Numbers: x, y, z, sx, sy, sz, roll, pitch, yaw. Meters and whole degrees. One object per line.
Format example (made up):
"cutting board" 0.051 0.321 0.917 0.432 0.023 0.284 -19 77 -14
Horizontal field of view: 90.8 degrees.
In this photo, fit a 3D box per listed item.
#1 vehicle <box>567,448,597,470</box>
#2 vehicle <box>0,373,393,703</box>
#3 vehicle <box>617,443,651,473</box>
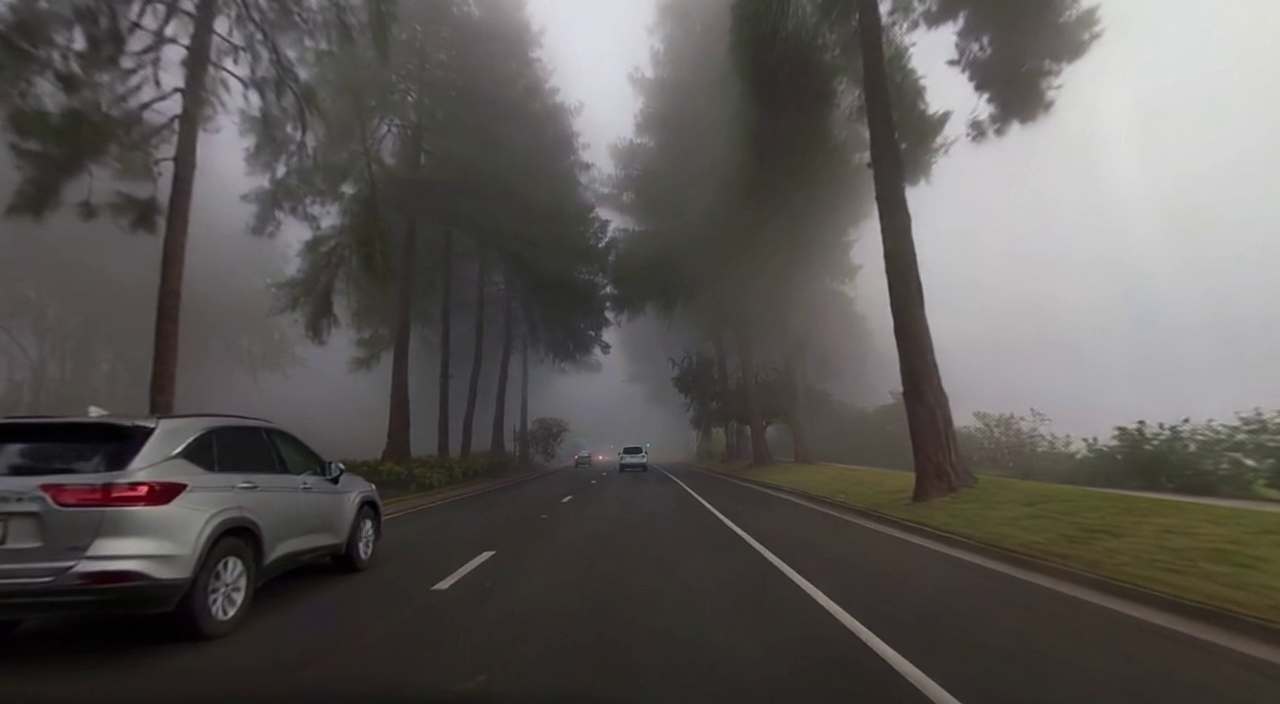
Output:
"vehicle" -4.290 8.015 47.358 1.936 1.538 4.016 0 -8 -1
"vehicle" -4.042 1.303 5.590 1.860 1.741 4.479 0 -8 0
"vehicle" -0.366 6.523 39.108 2.018 1.769 3.897 0 -8 0
